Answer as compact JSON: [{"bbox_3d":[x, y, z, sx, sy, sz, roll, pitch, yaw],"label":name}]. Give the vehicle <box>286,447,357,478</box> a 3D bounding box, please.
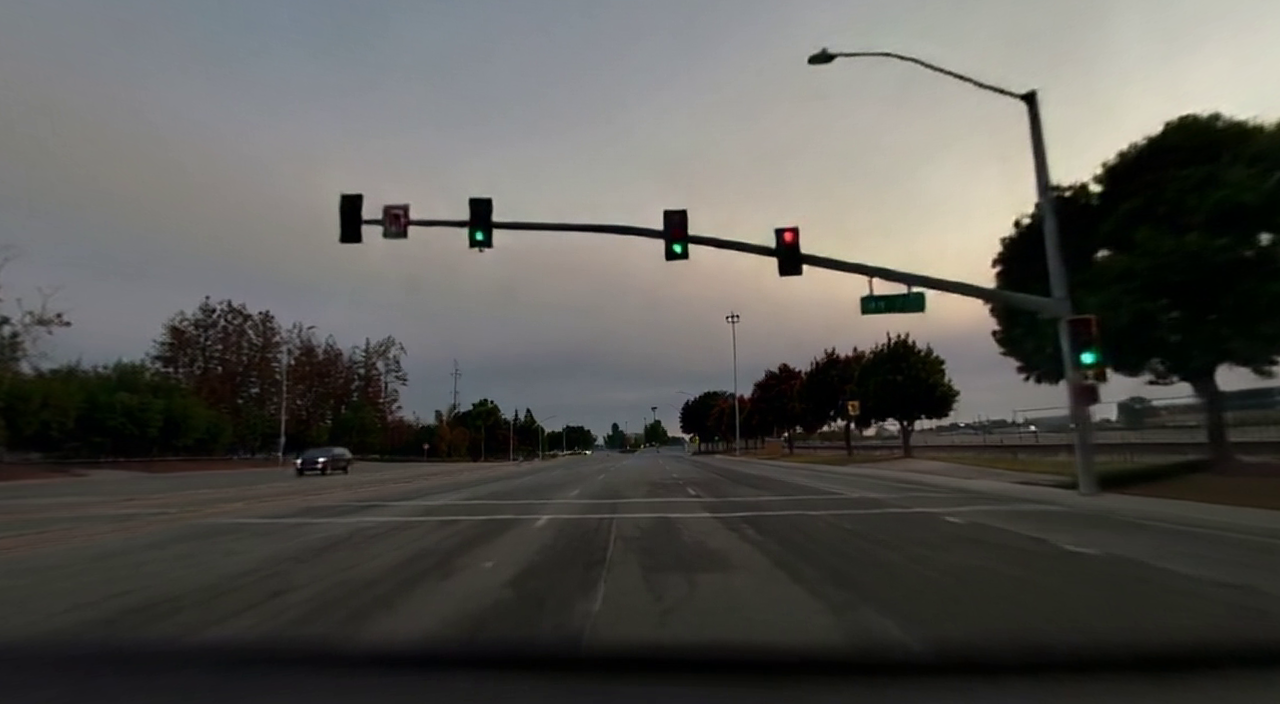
[{"bbox_3d":[-18.888,6.527,37.722,1.976,1.704,4.316,0,-8,0],"label":"vehicle"}]
